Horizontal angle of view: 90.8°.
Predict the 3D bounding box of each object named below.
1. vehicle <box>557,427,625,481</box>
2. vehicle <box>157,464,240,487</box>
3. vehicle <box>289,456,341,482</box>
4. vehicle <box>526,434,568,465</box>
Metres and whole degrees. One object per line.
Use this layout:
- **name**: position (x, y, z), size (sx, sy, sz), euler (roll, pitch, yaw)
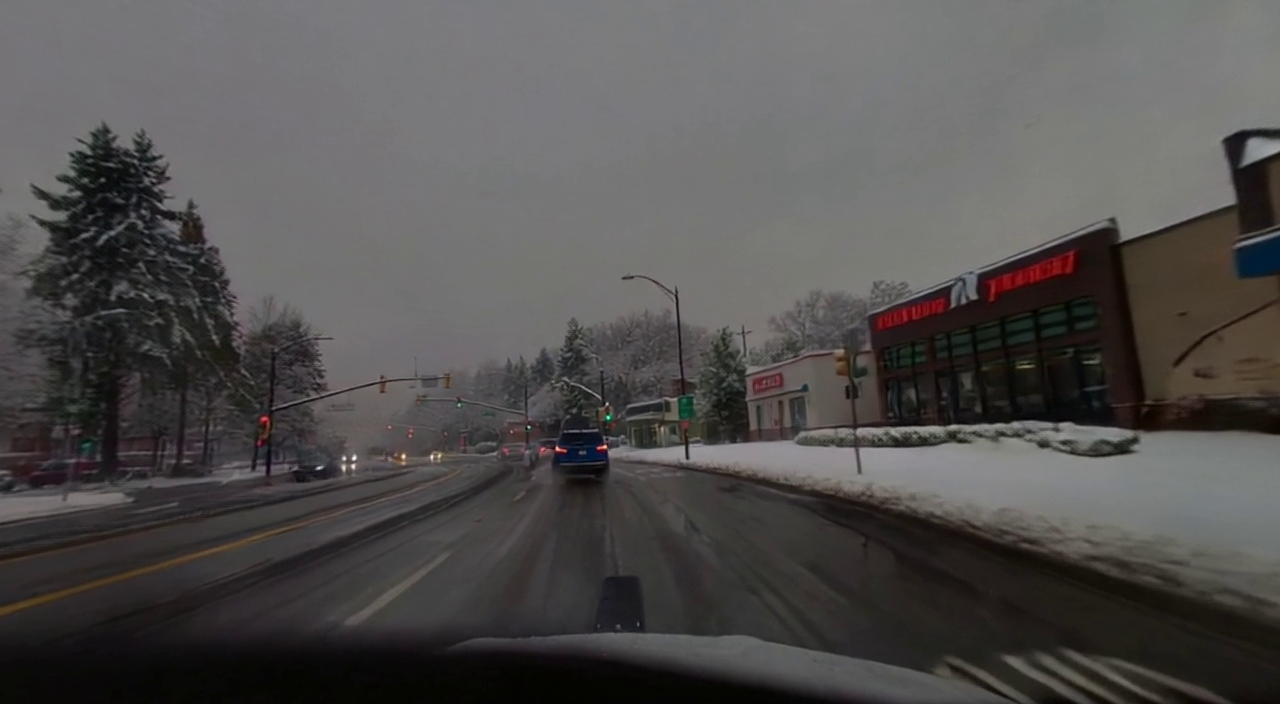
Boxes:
- **vehicle**: position (-1.856, 3.616, 22.664), size (2.227, 1.733, 3.930), euler (1, -8, -7)
- **vehicle**: position (-34.199, 9.605, 49.128), size (4.804, 1.544, 2.244), euler (3, -9, -23)
- **vehicle**: position (-21.501, 7.697, 41.970), size (2.071, 1.506, 4.604), euler (2, -9, -16)
- **vehicle**: position (-6.337, 6.552, 42.610), size (2.067, 1.947, 4.628), euler (2, -9, -18)
